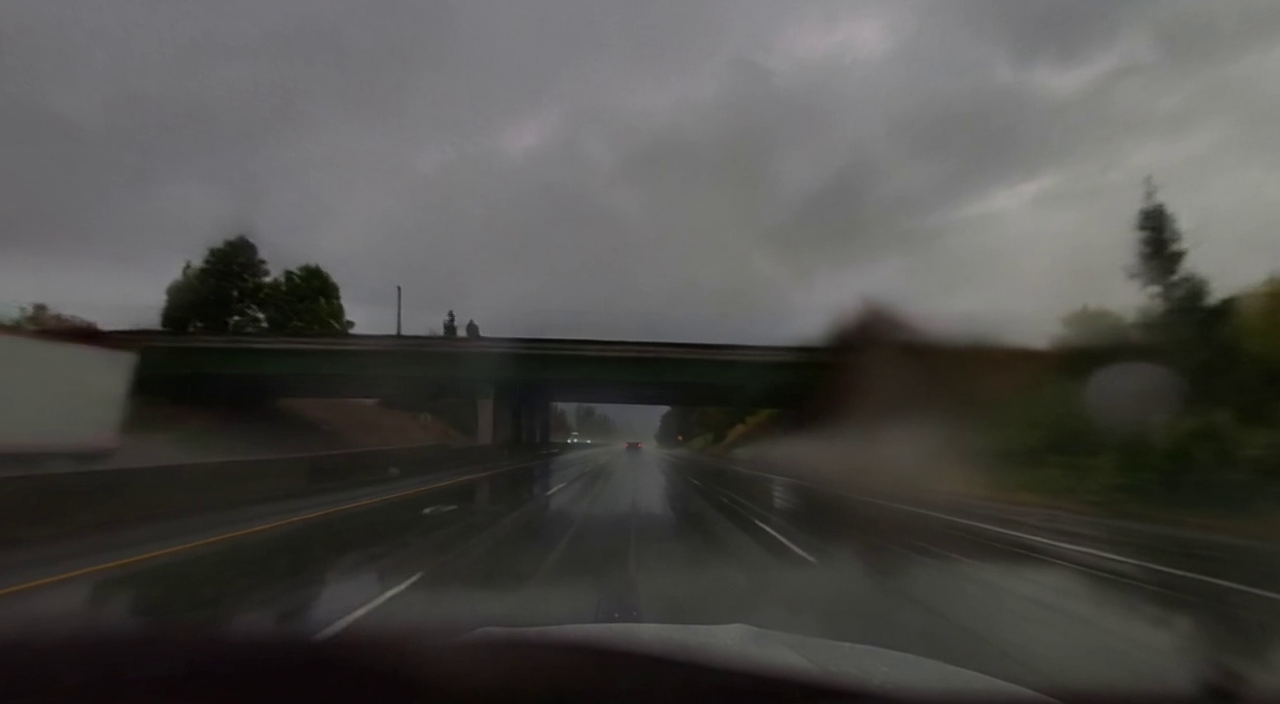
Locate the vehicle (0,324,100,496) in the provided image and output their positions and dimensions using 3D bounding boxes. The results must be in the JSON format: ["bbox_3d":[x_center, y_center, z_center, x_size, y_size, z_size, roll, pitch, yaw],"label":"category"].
[{"bbox_3d":[-16.792,0.781,10.782,2.894,4.115,14.083,0,-8,-1],"label":"vehicle"}]
